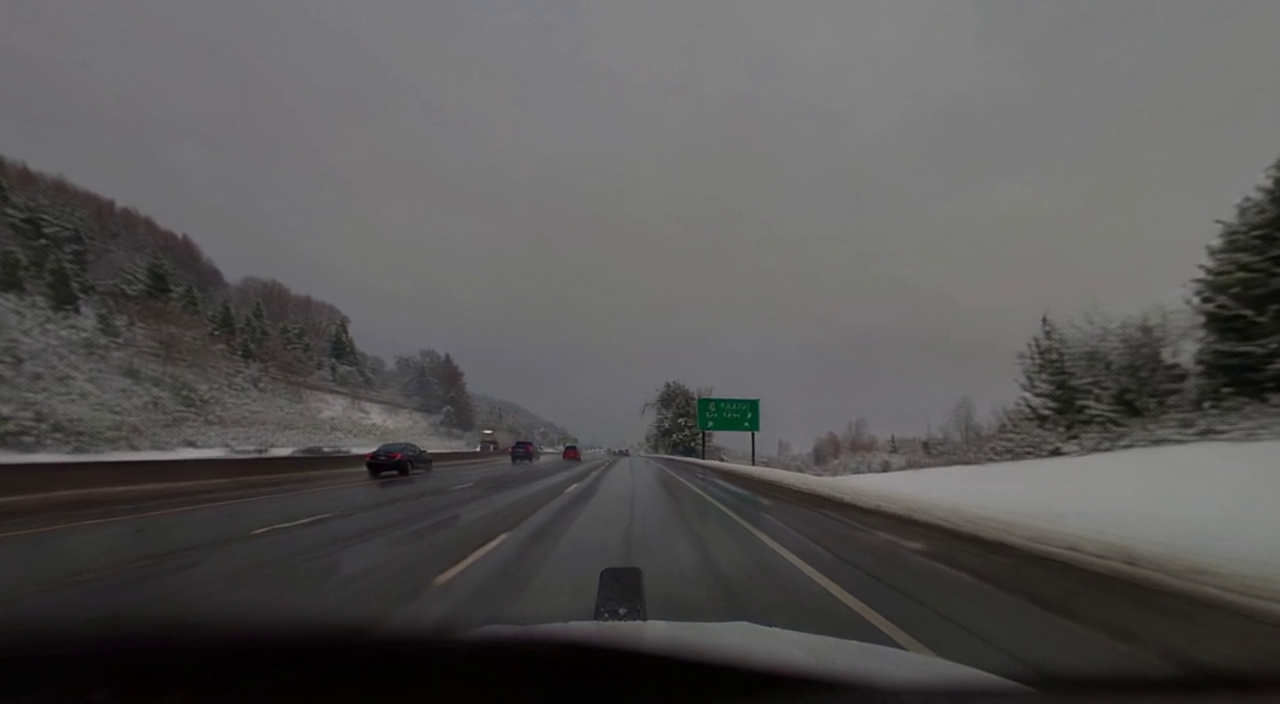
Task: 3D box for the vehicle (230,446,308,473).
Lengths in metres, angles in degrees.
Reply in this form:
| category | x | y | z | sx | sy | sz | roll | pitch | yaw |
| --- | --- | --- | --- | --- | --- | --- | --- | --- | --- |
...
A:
| category | x | y | z | sx | sy | sz | roll | pitch | yaw |
| --- | --- | --- | --- | --- | --- | --- | --- | --- | --- |
| vehicle | -22.059 | 6.383 | 37.548 | 1.908 | 1.464 | 4.517 | 0 | -9 | 0 |

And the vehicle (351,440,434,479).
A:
| category | x | y | z | sx | sy | sz | roll | pitch | yaw |
| --- | --- | --- | --- | --- | --- | --- | --- | --- | --- |
| vehicle | -11.305 | 4.928 | 29.059 | 2.001 | 1.625 | 4.528 | 0 | -9 | 0 |
